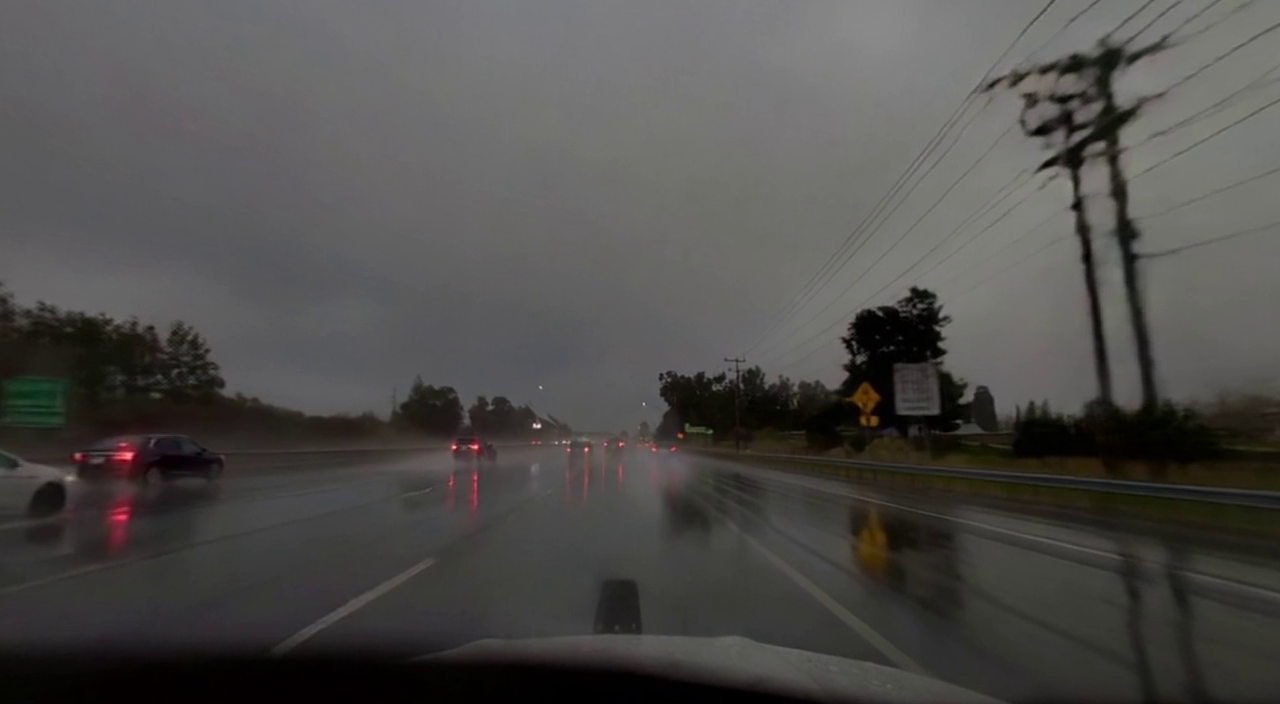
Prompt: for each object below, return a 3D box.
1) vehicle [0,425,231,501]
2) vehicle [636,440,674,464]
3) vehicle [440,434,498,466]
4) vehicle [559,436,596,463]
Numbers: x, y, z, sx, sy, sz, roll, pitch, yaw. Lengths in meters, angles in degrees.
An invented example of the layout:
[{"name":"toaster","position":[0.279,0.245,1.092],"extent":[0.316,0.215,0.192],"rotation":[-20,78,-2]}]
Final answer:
[{"name":"vehicle","position":[-13.844,2.921,17.014],"extent":[2.257,1.727,5.036],"rotation":[0,-9,0]},{"name":"vehicle","position":[0.882,6.324,39.974],"extent":[2.015,1.391,3.897],"rotation":[0,-9,-4]},{"name":"vehicle","position":[-10.401,5.985,38.850],"extent":[2.115,1.799,5.444],"rotation":[0,-9,-1]},{"name":"vehicle","position":[-4.158,6.561,42.640],"extent":[2.121,1.673,4.443],"rotation":[0,-9,-1]}]
